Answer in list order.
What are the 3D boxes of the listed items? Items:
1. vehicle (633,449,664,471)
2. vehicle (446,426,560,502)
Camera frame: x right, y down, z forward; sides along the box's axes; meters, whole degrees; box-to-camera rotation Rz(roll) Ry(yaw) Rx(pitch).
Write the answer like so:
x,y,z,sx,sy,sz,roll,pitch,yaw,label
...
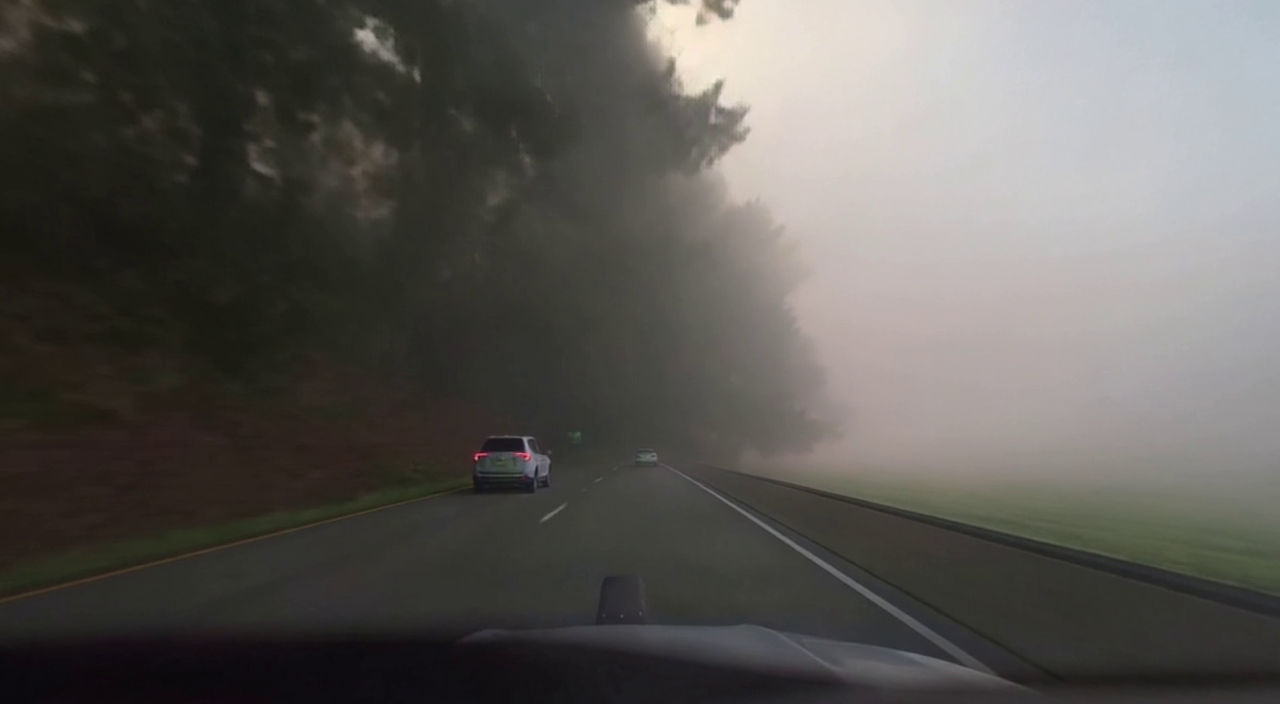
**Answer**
x,y,z,sx,sy,sz,roll,pitch,yaw,label
0.601,7.468,43.846,2.046,1.452,4.407,0,-9,0,vehicle
-4.008,3.395,19.538,2.418,2.049,4.930,0,-9,0,vehicle
